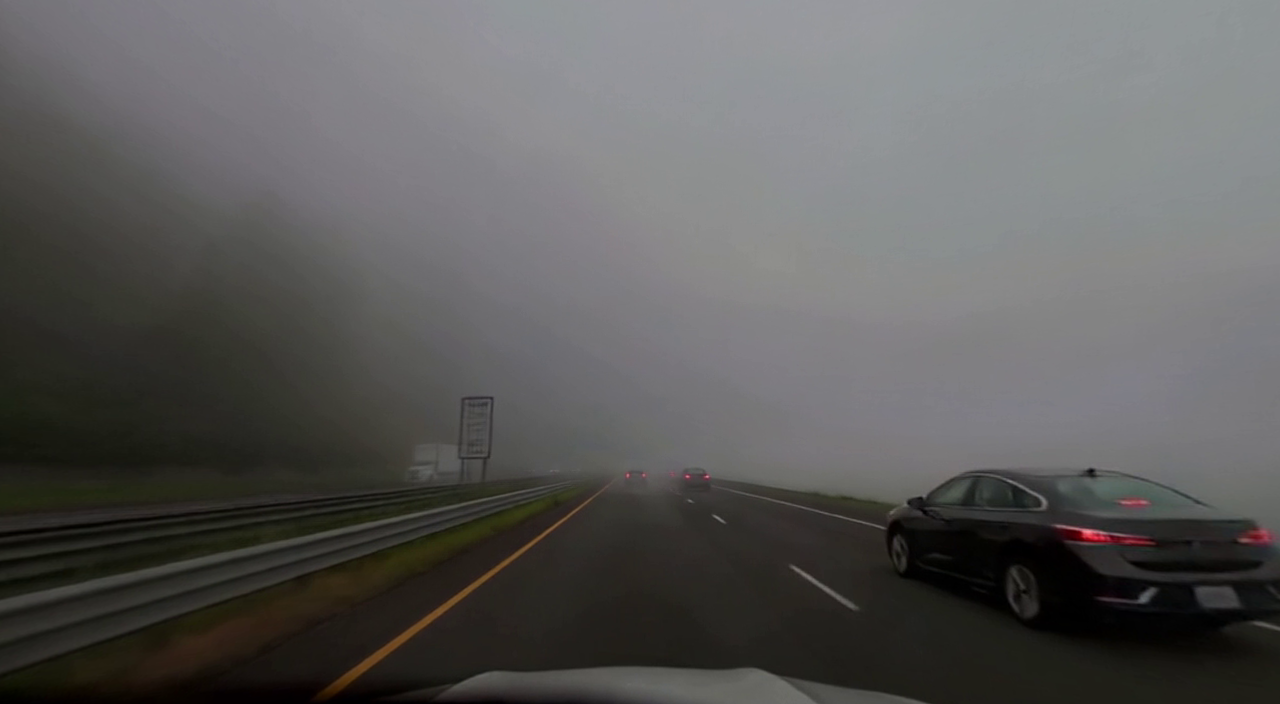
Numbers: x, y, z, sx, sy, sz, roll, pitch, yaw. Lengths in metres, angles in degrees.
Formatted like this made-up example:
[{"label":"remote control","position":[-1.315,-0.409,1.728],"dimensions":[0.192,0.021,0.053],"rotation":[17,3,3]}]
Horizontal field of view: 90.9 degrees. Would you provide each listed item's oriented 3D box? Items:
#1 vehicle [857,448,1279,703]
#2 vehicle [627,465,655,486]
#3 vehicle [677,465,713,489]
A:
[{"label":"vehicle","position":[3.954,1.713,5.900],"dimensions":[2.018,1.426,4.941],"rotation":[1,-10,-1]},{"label":"vehicle","position":[0.065,8.969,45.854],"dimensions":[1.980,1.483,3.865],"rotation":[1,-10,0]},{"label":"vehicle","position":[3.645,8.370,42.221],"dimensions":[1.976,1.467,3.783],"rotation":[1,-10,-2]}]
